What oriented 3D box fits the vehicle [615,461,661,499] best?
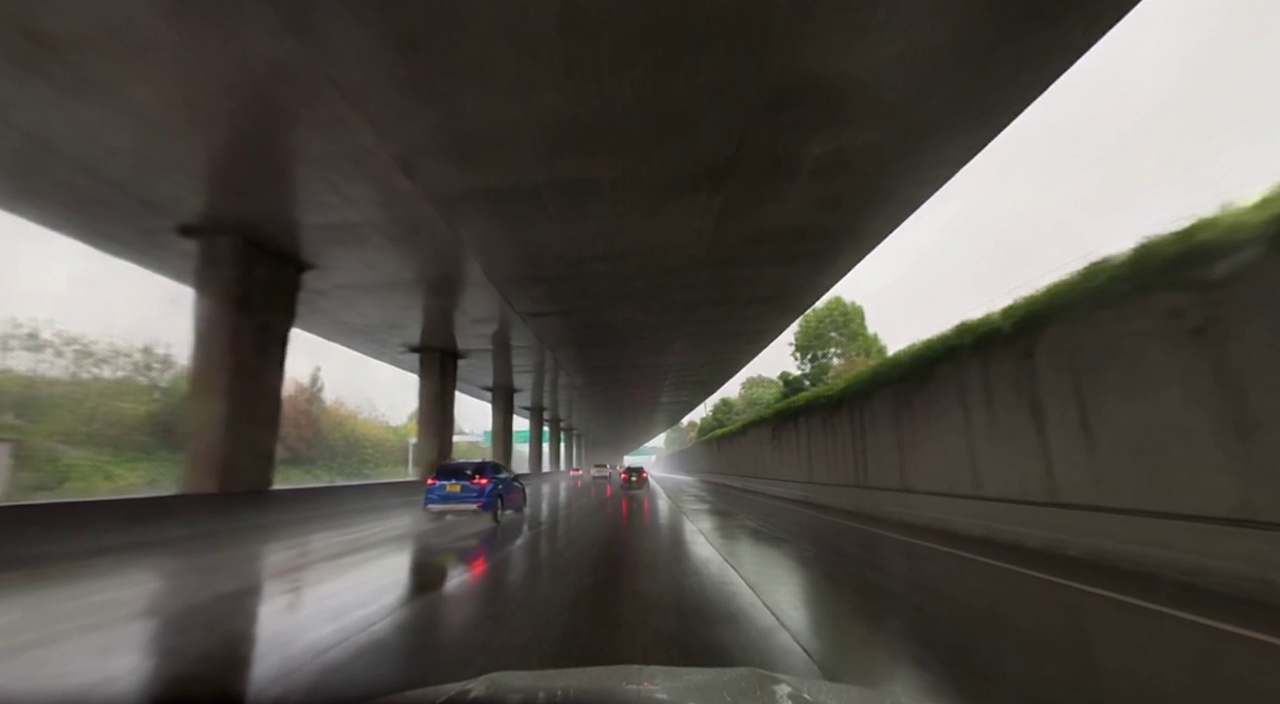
[{"bbox_3d":[-0.094,5.980,29.585,1.992,1.601,3.762,1,-10,-1],"label":"vehicle"}]

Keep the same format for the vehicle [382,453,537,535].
[{"bbox_3d":[-3.871,3.170,14.524,2.102,1.521,4.687,1,-10,1],"label":"vehicle"}]
